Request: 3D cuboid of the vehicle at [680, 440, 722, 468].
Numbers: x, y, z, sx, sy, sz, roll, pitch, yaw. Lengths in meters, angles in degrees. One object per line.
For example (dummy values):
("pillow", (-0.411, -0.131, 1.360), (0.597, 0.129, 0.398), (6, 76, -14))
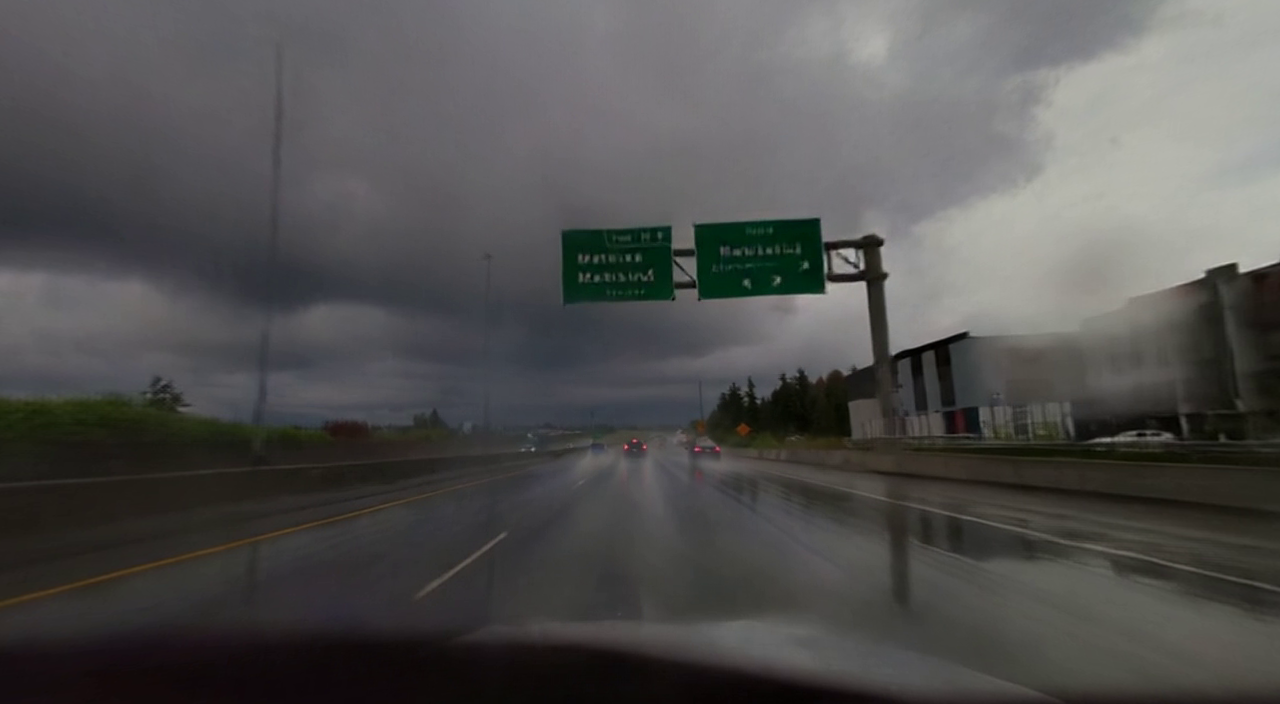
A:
("vehicle", (3.515, 5.937, 36.767), (1.992, 1.532, 3.996), (0, -8, -1))
